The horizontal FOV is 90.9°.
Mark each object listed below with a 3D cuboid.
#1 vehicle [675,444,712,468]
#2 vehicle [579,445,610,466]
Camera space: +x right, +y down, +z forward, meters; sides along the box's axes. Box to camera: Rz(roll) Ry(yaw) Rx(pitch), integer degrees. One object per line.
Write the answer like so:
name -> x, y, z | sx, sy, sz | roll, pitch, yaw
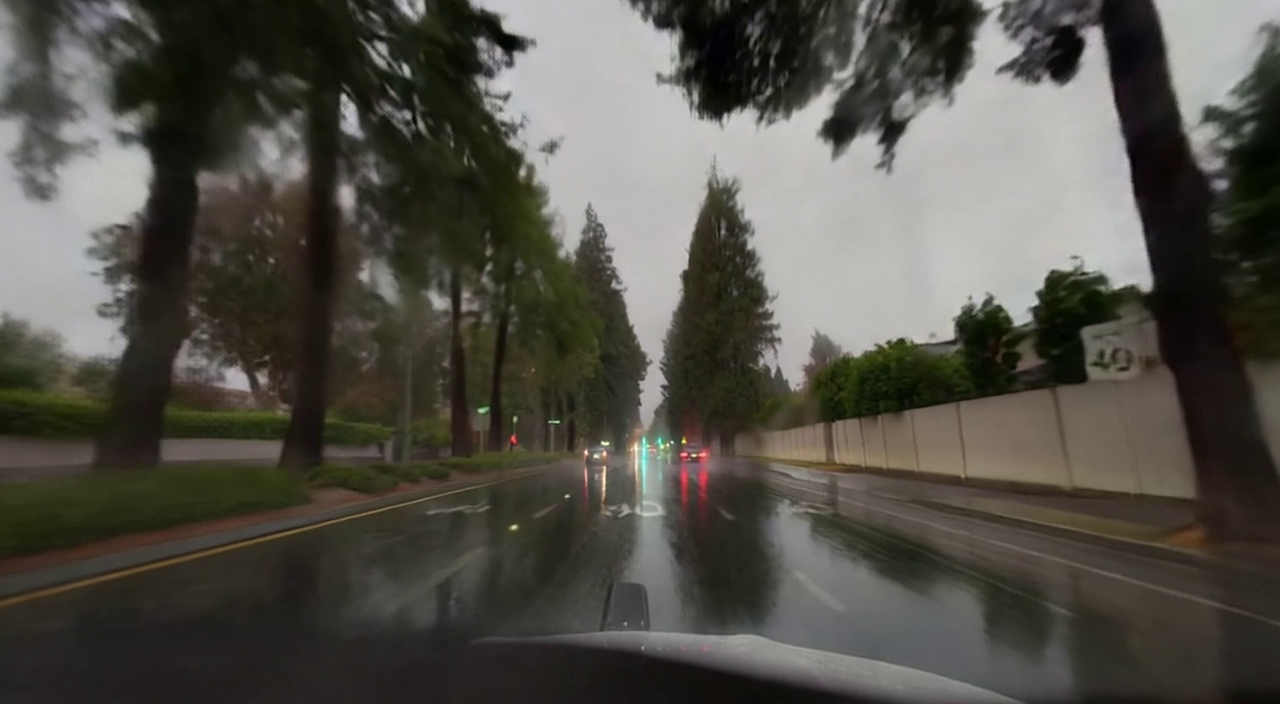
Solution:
vehicle -> 3.480, 6.898, 41.844 | 1.992, 1.511, 4.464 | 0, -9, 0
vehicle -> -3.421, 7.942, 48.529 | 2.011, 1.480, 4.517 | 0, -9, 1
